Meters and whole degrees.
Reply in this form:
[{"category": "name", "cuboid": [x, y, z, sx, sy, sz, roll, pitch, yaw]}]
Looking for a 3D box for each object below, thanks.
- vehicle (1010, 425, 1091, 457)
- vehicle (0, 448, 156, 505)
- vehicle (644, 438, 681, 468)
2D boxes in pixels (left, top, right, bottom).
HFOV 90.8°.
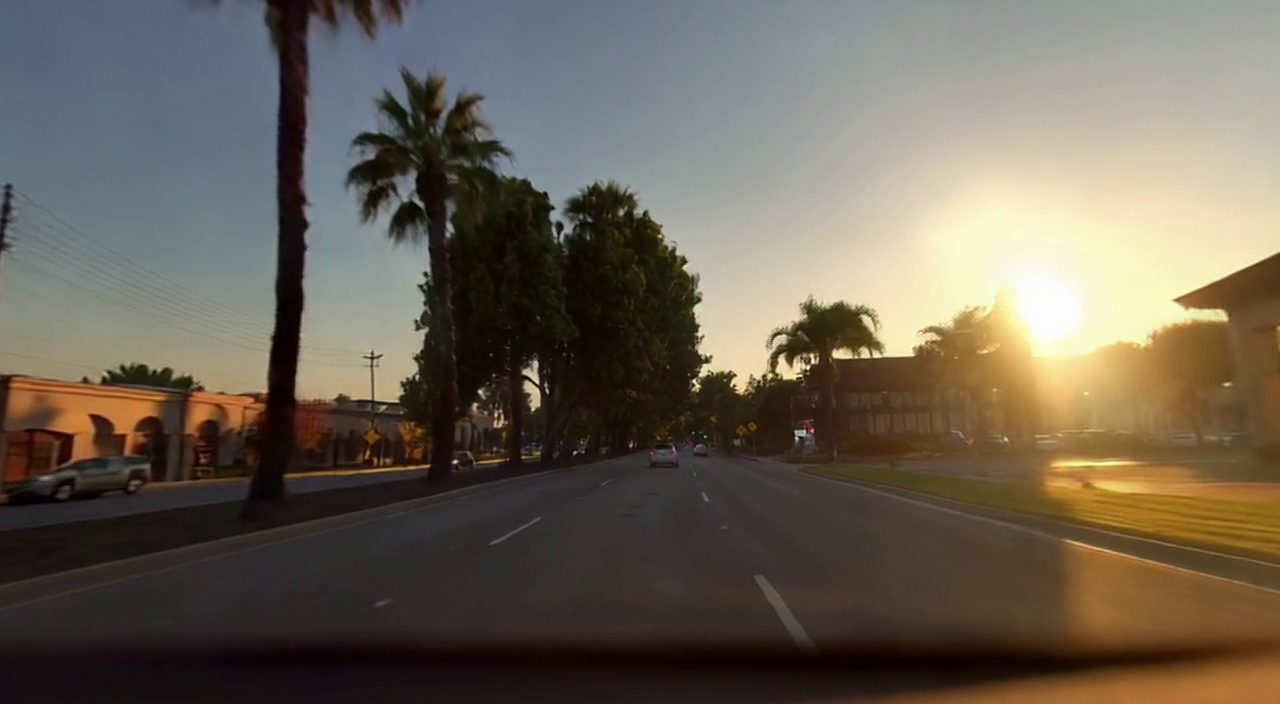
[{"category": "vehicle", "cuboid": [25.540, 5.593, 39.535, 2.194, 1.840, 4.659, -1, -9, 5]}, {"category": "vehicle", "cuboid": [-21.819, 4.717, 24.438, 2.294, 1.935, 4.783, 0, -9, 1]}, {"category": "vehicle", "cuboid": [1.421, 6.231, 39.030, 2.147, 1.745, 4.648, -1, -9, 3]}]
